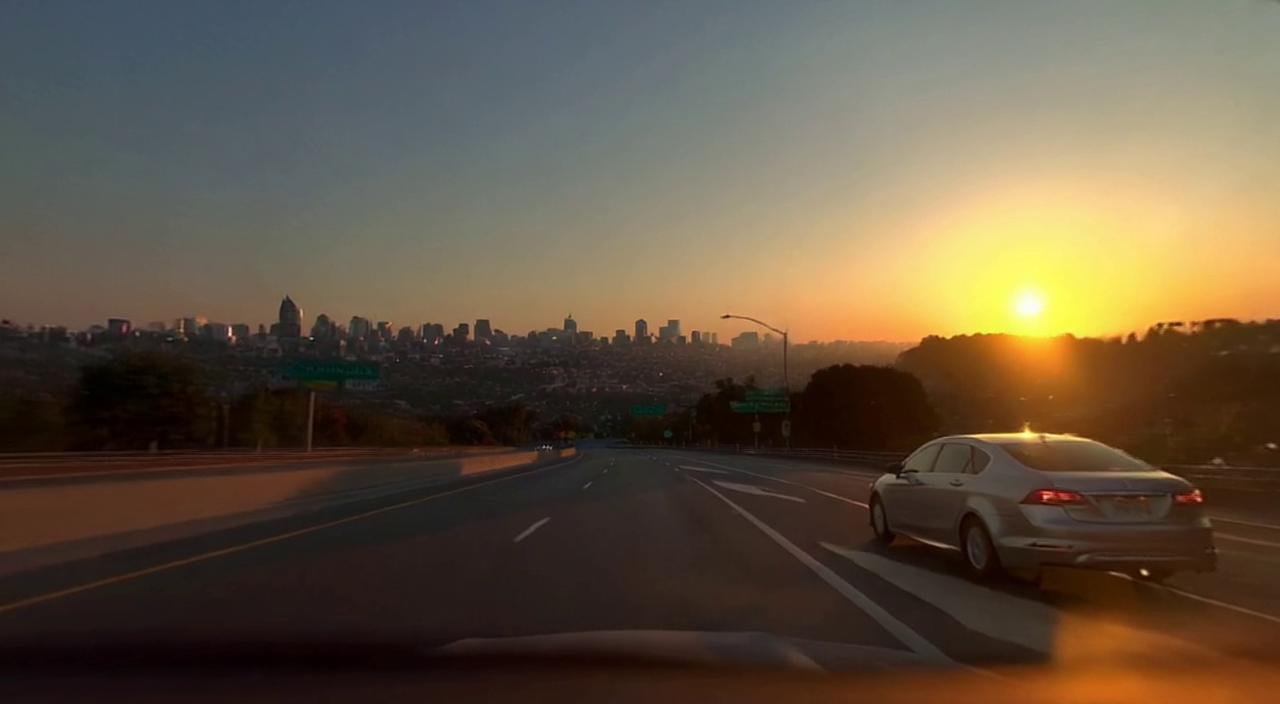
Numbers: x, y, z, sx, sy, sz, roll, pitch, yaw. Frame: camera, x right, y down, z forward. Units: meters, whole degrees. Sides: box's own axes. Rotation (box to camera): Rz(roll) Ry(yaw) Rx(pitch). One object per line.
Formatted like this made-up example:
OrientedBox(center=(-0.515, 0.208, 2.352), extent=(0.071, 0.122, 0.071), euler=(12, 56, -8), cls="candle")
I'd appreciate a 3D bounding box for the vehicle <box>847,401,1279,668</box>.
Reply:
OrientedBox(center=(3.879, 1.429, 6.167), extent=(2.104, 1.575, 4.698), euler=(0, -8, 0), cls="vehicle")
